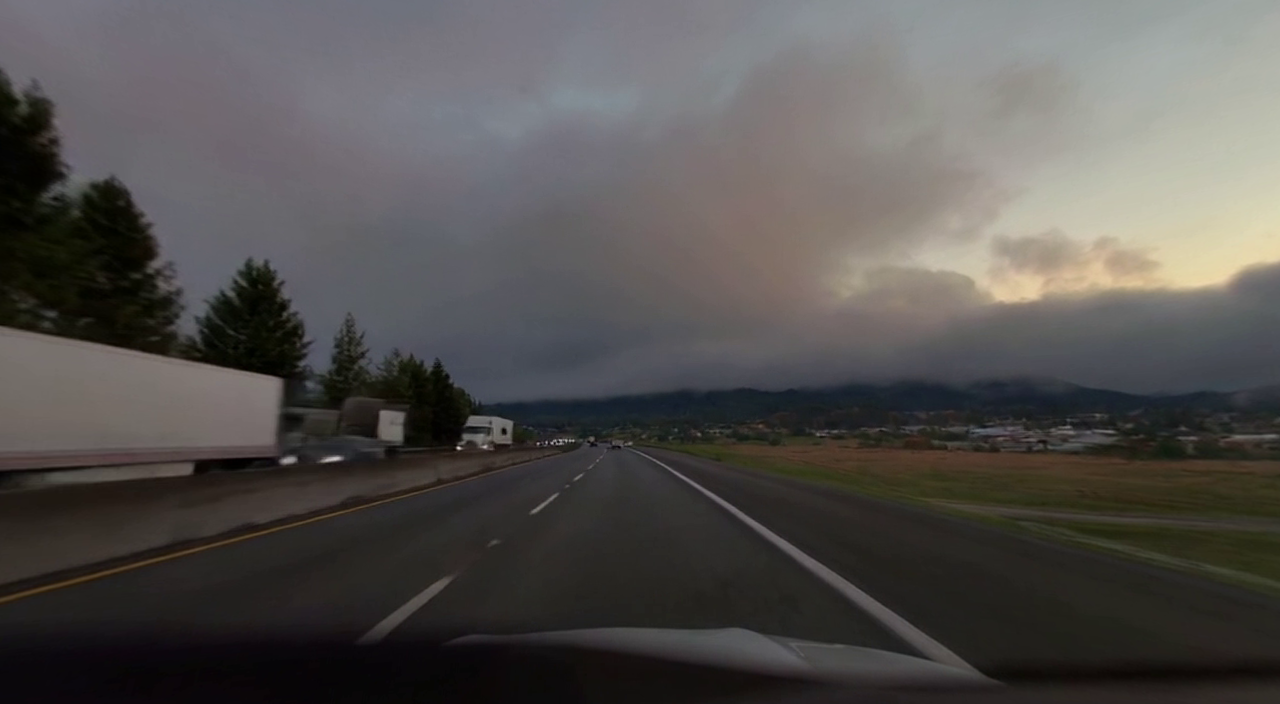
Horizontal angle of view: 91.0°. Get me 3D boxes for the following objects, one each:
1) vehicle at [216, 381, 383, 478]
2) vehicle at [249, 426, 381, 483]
[{"bbox_3d":[-15.052,3.641,28.954,2.955,3.745,8.712,0,-8,-1],"label":"vehicle"},{"bbox_3d":[-10.757,3.416,21.296,2.069,1.675,4.648,0,-8,-2],"label":"vehicle"}]
